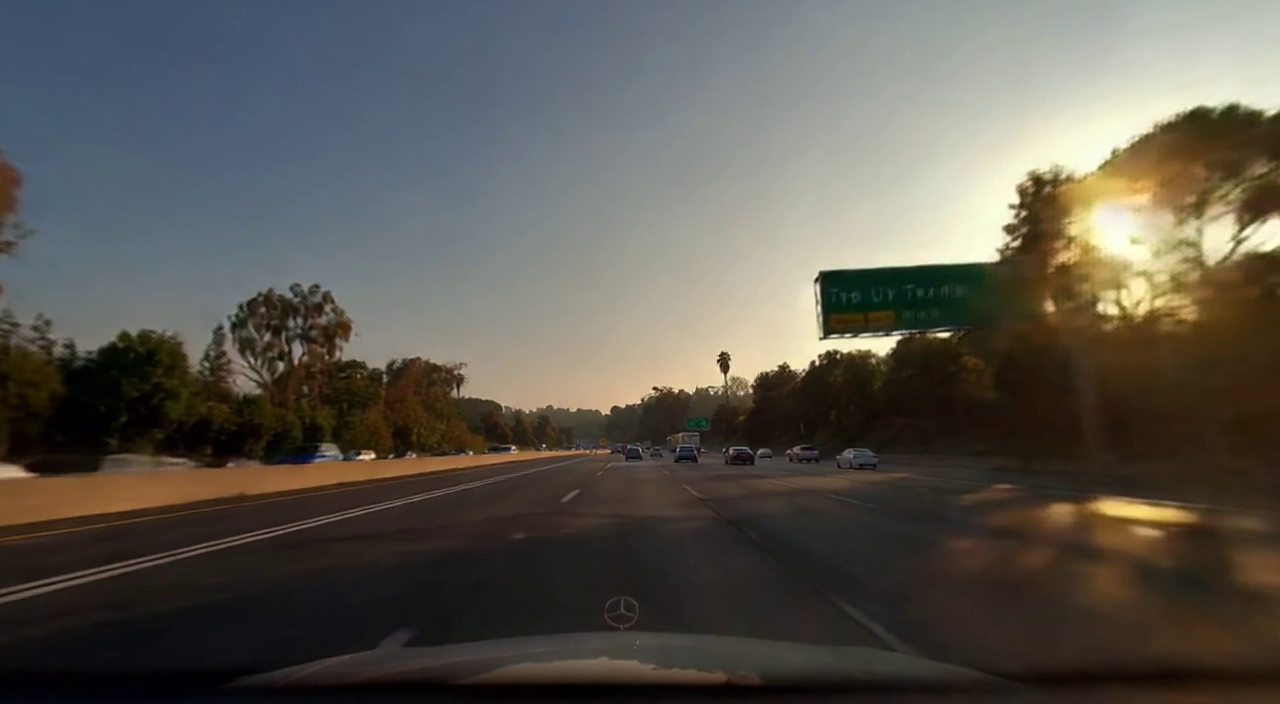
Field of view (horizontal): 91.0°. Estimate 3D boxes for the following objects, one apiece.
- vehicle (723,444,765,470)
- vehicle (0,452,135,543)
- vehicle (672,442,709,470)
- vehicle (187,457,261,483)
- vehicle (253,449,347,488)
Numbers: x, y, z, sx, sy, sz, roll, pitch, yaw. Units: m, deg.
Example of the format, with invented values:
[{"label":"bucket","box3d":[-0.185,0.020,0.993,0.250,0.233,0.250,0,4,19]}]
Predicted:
[{"label":"vehicle","box3d":[6.761,6.861,41.330,1.902,1.623,4.360,0,-8,-2]},{"label":"vehicle","box3d":[-11.858,2.556,11.195,1.980,1.494,4.511,0,-8,0]},{"label":"vehicle","box3d":[3.239,6.752,41.125,2.035,1.704,3.867,0,-8,-2]},{"label":"vehicle","box3d":[-28.057,7.947,42.662,1.886,1.545,4.647,0,-8,0]},{"label":"vehicle","box3d":[-17.029,5.803,31.858,2.088,1.769,4.968,0,-8,-2]}]
